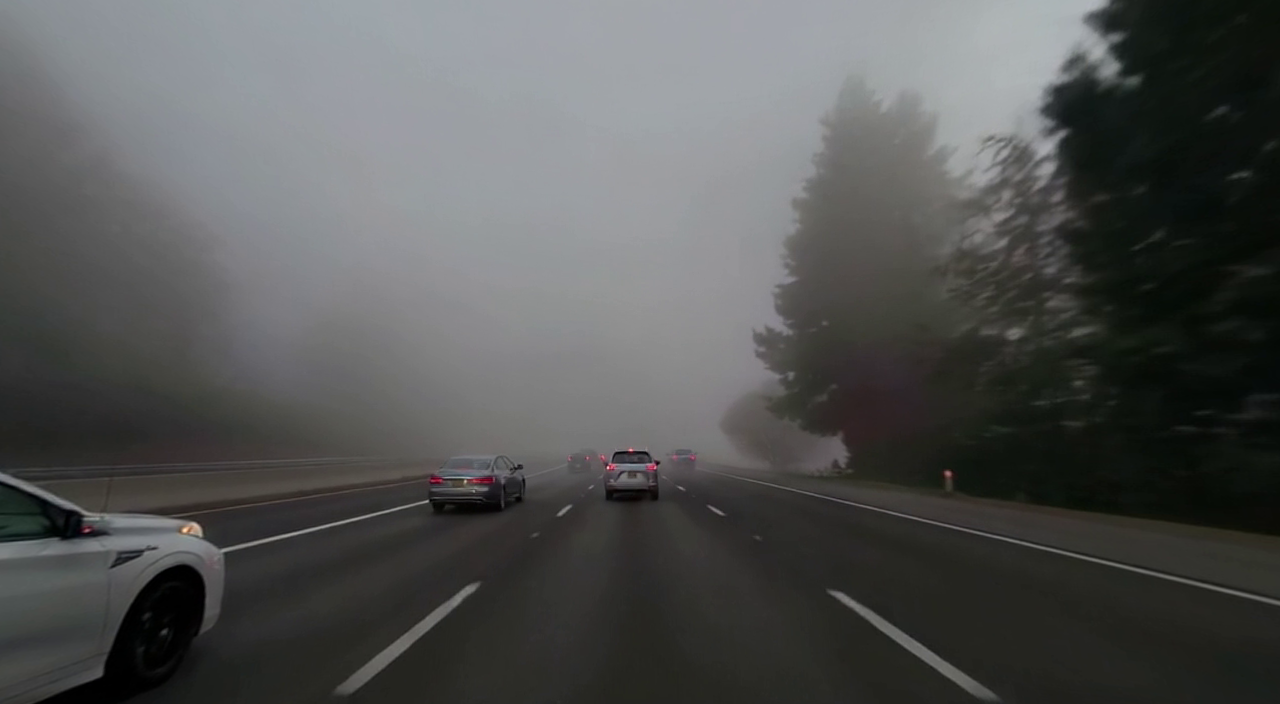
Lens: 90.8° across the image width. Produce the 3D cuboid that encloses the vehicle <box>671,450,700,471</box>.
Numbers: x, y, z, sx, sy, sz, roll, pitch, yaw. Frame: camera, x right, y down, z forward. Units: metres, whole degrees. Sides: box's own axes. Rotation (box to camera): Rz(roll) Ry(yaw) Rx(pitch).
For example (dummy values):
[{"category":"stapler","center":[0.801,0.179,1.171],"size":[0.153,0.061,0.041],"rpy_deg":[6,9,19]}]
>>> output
[{"category":"vehicle","center":[3.491,8.440,49.209],"size":[1.858,1.537,3.838],"rpy_deg":[0,-9,-2]}]

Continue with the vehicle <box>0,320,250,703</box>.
[{"category":"vehicle","center":[-3.953,0.681,1.954],"size":[2.243,1.889,4.949],"rpy_deg":[0,-9,1]}]

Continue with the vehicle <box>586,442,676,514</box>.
[{"category":"vehicle","center":[-0.195,3.081,15.761],"size":[1.996,1.574,3.426],"rpy_deg":[0,-9,0]}]

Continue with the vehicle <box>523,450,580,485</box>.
[{"category":"vehicle","center":[-4.026,5.344,29.426],"size":[1.999,1.484,4.269],"rpy_deg":[0,-9,1]}]

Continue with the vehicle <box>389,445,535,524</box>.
[{"category":"vehicle","center":[-3.790,2.906,14.367],"size":[1.988,1.501,4.438],"rpy_deg":[0,-9,0]}]
